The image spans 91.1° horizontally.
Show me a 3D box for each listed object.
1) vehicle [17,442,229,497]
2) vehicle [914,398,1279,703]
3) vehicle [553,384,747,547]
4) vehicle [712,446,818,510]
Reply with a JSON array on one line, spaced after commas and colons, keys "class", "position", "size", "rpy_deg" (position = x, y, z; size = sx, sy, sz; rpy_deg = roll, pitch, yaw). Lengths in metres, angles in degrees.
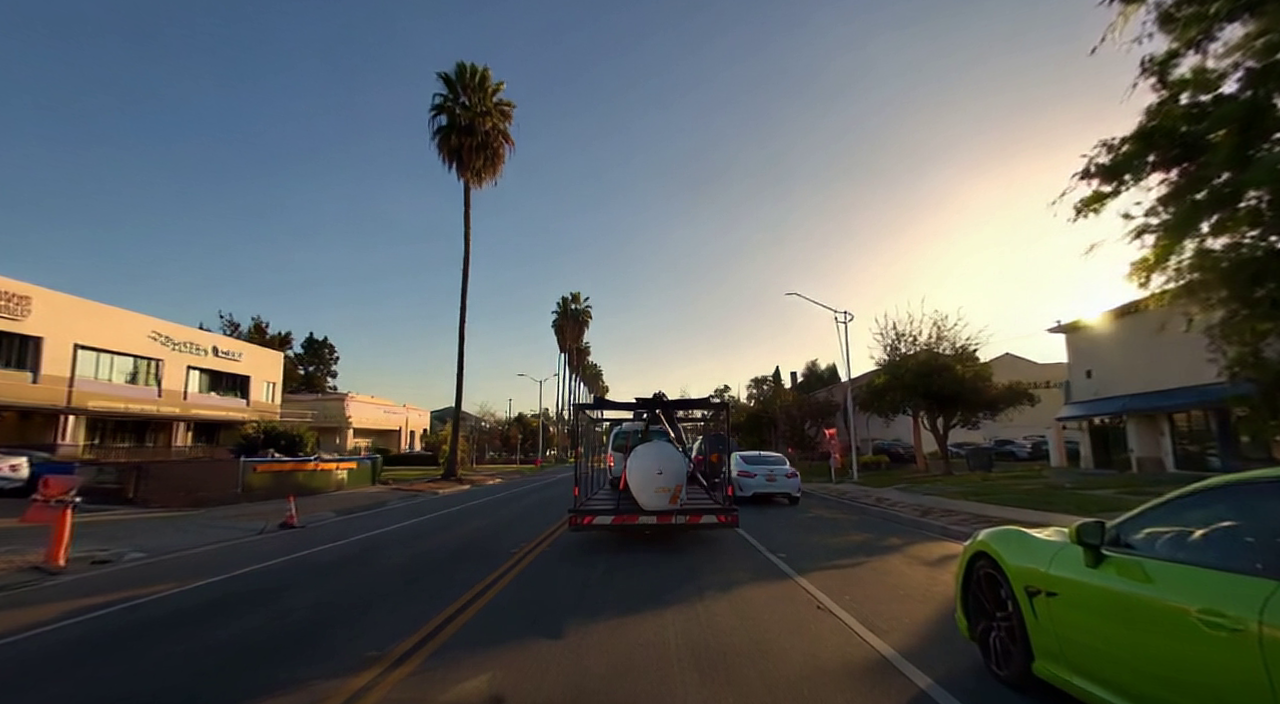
[{"class": "vehicle", "position": [-15.084, 3.427, 18.526], "size": [4.490, 1.500, 1.875], "rpy_deg": [0, -8, -2]}, {"class": "vehicle", "position": [3.042, 0.904, 1.890], "size": [2.171, 1.520, 4.853], "rpy_deg": [0, -8, -1]}, {"class": "vehicle", "position": [0.168, 2.081, 12.200], "size": [2.728, 2.305, 6.506], "rpy_deg": [0, -8, 1]}, {"class": "vehicle", "position": [3.231, 3.328, 17.143], "size": [2.010, 1.499, 4.107], "rpy_deg": [0, -8, 0]}]
